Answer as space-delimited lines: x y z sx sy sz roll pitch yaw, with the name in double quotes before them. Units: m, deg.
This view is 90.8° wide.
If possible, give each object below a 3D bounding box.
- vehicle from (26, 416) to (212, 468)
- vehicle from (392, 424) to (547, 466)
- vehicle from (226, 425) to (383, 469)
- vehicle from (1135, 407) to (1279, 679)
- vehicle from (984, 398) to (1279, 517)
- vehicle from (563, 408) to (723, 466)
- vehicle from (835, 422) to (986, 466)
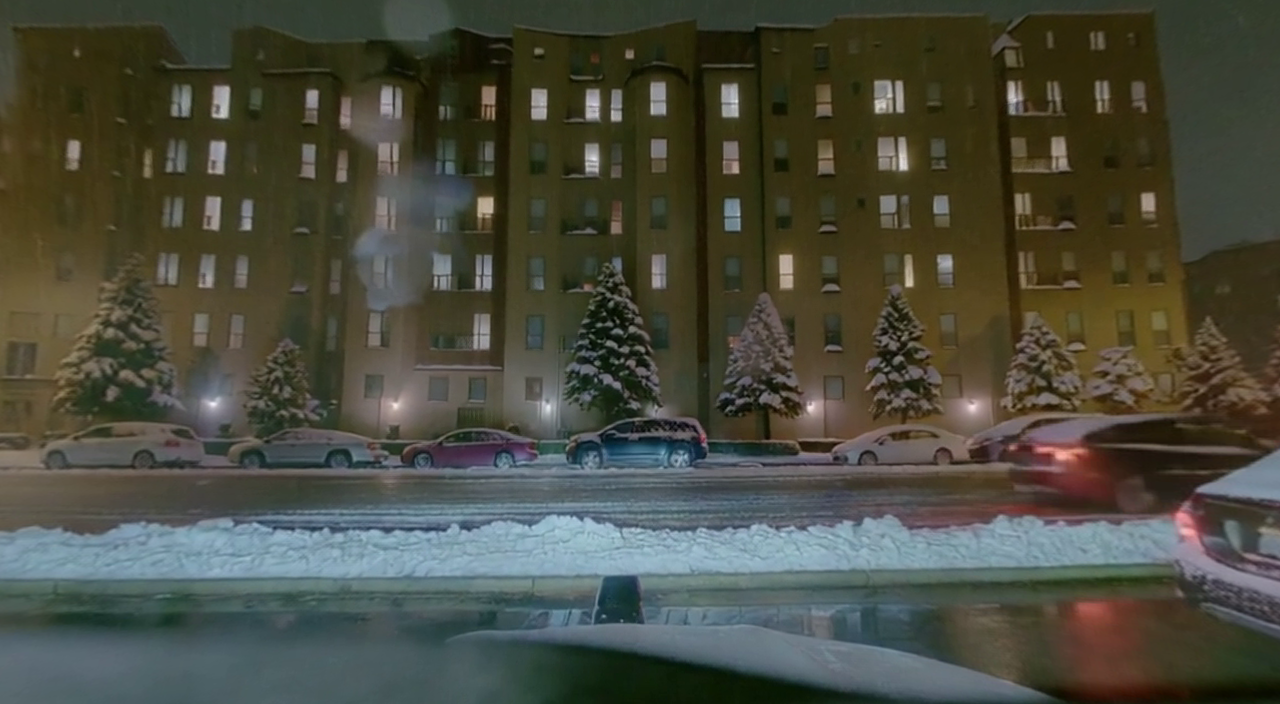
"vehicle" -17.518 3.068 21.447 4.426 1.641 1.889 1 -9 -5
"vehicle" -5.768 3.249 21.851 4.851 1.339 1.785 0 -11 -3
"vehicle" -11.411 3.265 21.734 4.336 1.438 1.776 1 -9 -3
"vehicle" 5.861 1.045 3.409 4.714 1.471 1.978 0 -4 1
"vehicle" 7.915 1.513 9.173 4.609 1.508 2.039 0 -9 1
"vehicle" 0.030 3.013 22.037 5.299 1.860 2.098 1 -10 -5
"vehicle" 9.421 3.216 22.252 4.521 1.411 1.726 0 -7 -4
